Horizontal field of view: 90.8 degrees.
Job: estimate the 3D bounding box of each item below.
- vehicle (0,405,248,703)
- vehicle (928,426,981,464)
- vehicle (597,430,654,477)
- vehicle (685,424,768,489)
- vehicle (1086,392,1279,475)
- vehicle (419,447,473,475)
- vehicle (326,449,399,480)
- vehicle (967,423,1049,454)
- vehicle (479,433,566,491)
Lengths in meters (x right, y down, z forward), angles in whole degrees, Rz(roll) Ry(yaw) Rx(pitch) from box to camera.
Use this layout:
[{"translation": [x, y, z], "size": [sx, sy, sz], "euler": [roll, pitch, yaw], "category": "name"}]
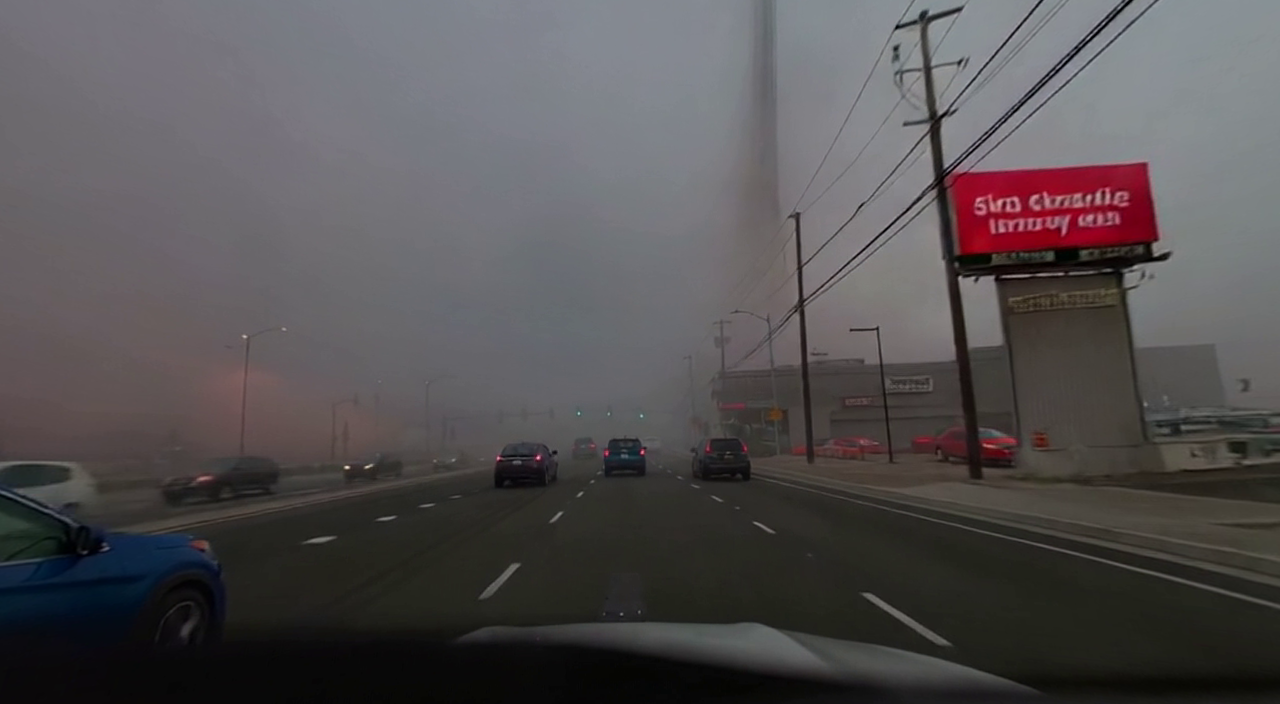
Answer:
[{"translation": [-3.431, 0.848, 1.616], "size": [2.022, 1.498, 4.471], "euler": [0, -8, -1], "category": "vehicle"}, {"translation": [14.941, 4.392, 29.861], "size": [1.990, 1.597, 4.475], "euler": [-5, -9, 28], "category": "vehicle"}, {"translation": [-0.639, 4.522, 28.307], "size": [2.326, 1.925, 4.253], "euler": [0, -8, -1], "category": "vehicle"}, {"translation": [2.757, 3.447, 21.108], "size": [2.026, 1.904, 4.102], "euler": [0, -8, -2], "category": "vehicle"}, {"translation": [16.176, 2.381, 18.269], "size": [2.409, 1.981, 5.809], "euler": [-2, -8, 2], "category": "vehicle"}, {"translation": [-11.499, 6.460, 37.777], "size": [1.862, 1.510, 4.381], "euler": [0, -8, 0], "category": "vehicle"}, {"translation": [-15.089, 6.109, 34.633], "size": [1.986, 1.553, 4.640], "euler": [0, -8, -1], "category": "vehicle"}, {"translation": [19.439, 4.633, 33.598], "size": [1.883, 1.499, 4.403], "euler": [-1, -8, 4], "category": "vehicle"}, {"translation": [-3.654, 3.503, 20.412], "size": [2.051, 1.671, 3.861], "euler": [0, -8, 0], "category": "vehicle"}]
